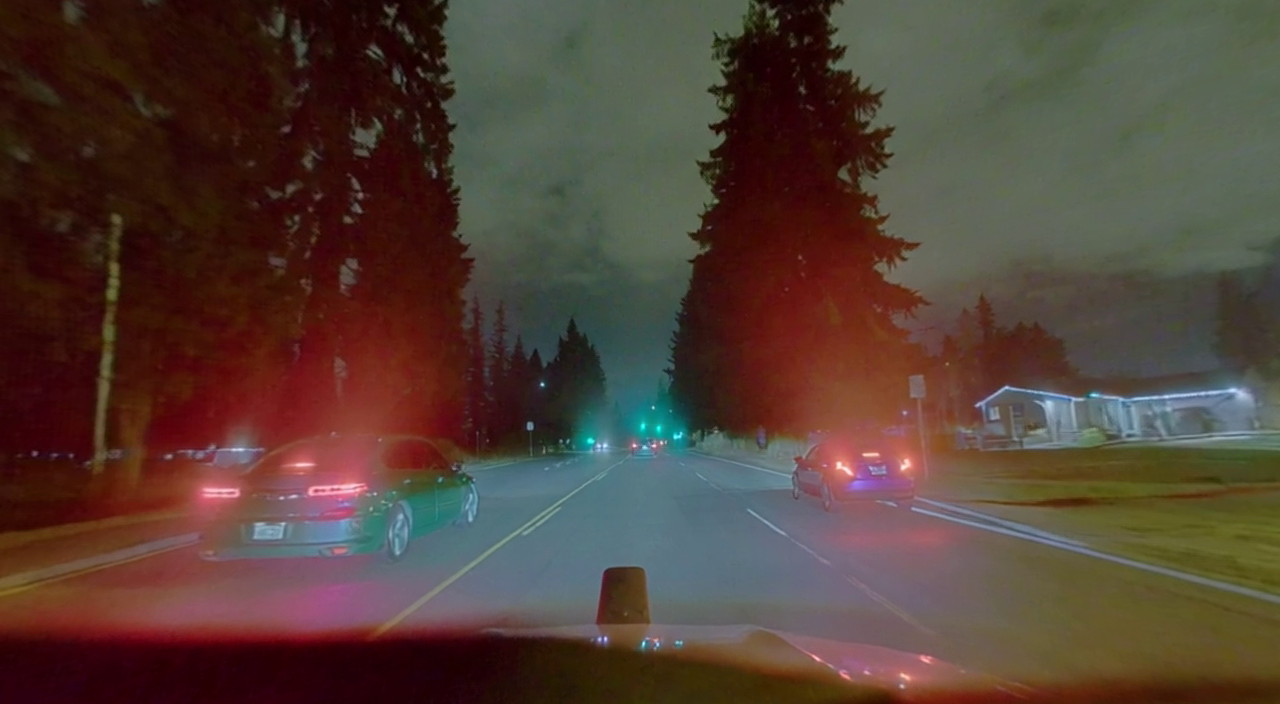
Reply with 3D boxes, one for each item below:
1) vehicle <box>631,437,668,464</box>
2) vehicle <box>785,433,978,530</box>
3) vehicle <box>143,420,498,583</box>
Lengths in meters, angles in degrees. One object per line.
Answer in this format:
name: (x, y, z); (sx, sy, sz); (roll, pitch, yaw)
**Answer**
vehicle: (0.627, 6.287, 40.510); (2.206, 1.525, 4.695); (-1, -7, 1)
vehicle: (4.294, 2.321, 12.141); (1.943, 1.471, 4.515); (-1, -7, 0)
vehicle: (-3.643, 1.752, 8.574); (2.162, 1.546, 4.889); (-1, -7, 2)
